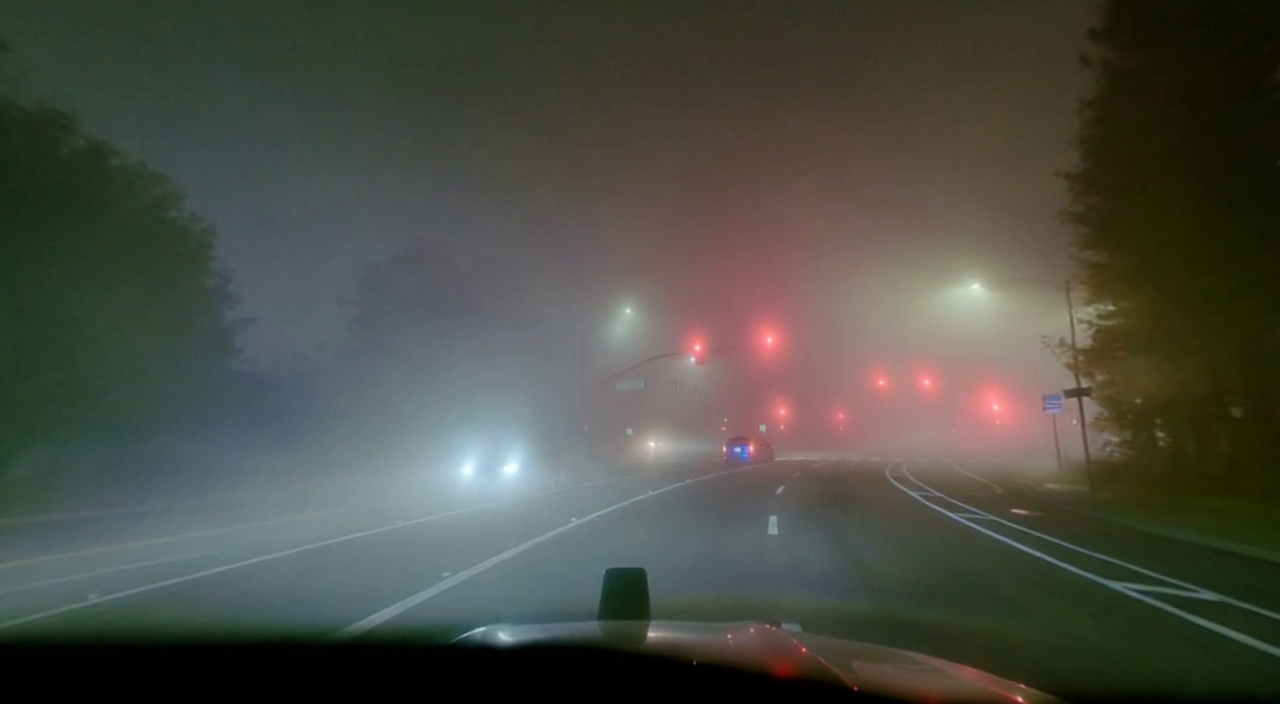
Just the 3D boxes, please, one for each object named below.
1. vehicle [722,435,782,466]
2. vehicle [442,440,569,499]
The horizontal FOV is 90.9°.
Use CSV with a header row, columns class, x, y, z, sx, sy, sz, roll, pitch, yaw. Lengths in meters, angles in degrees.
class,x,y,z,sx,sy,sz,roll,pitch,yaw
vehicle,6.272,5.448,34.921,2.055,1.573,4.065,-5,-10,28
vehicle,-3.934,3.527,19.396,1.983,1.562,4.652,-2,-9,13
